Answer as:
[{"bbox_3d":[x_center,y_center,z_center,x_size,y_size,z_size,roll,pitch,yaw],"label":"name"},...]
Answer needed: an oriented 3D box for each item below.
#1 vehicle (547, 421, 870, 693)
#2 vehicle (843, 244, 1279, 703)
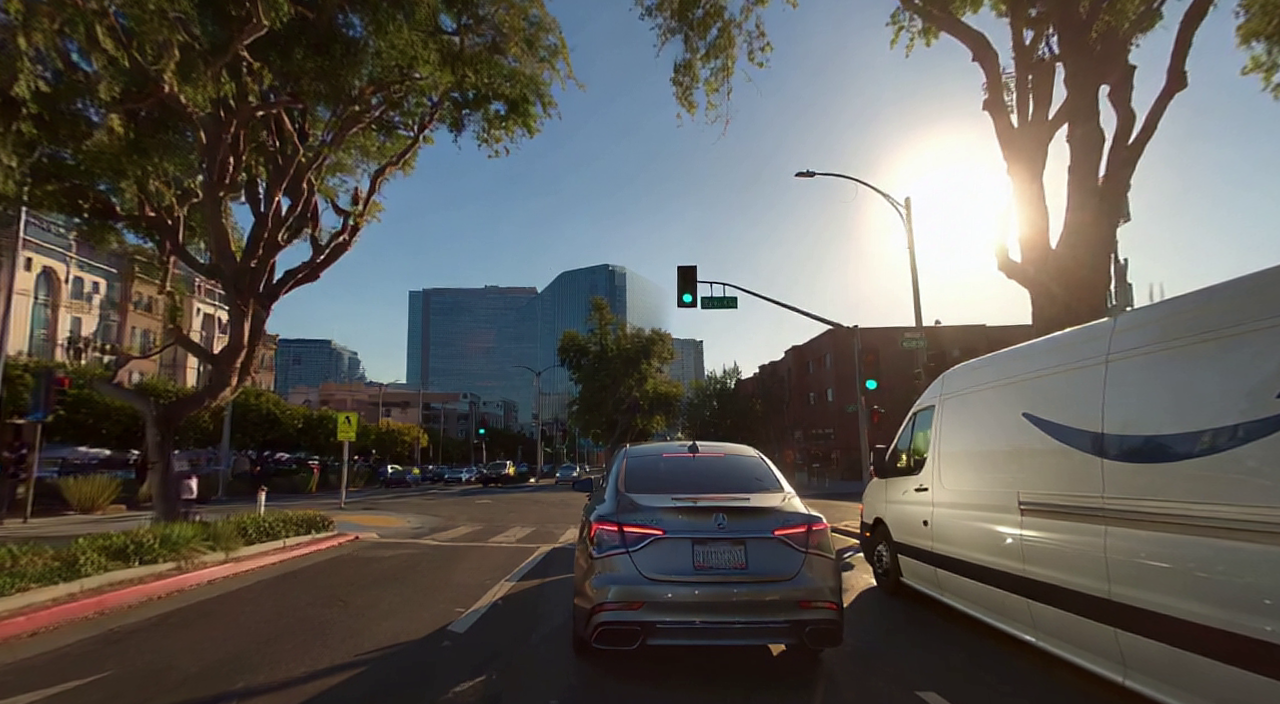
[{"bbox_3d":[0.379,1.591,5.735,1.961,1.629,3.610,1,-10,-1],"label":"vehicle"},{"bbox_3d":[2.857,0.897,2.900,2.054,1.965,5.248,1,-11,0],"label":"vehicle"}]
